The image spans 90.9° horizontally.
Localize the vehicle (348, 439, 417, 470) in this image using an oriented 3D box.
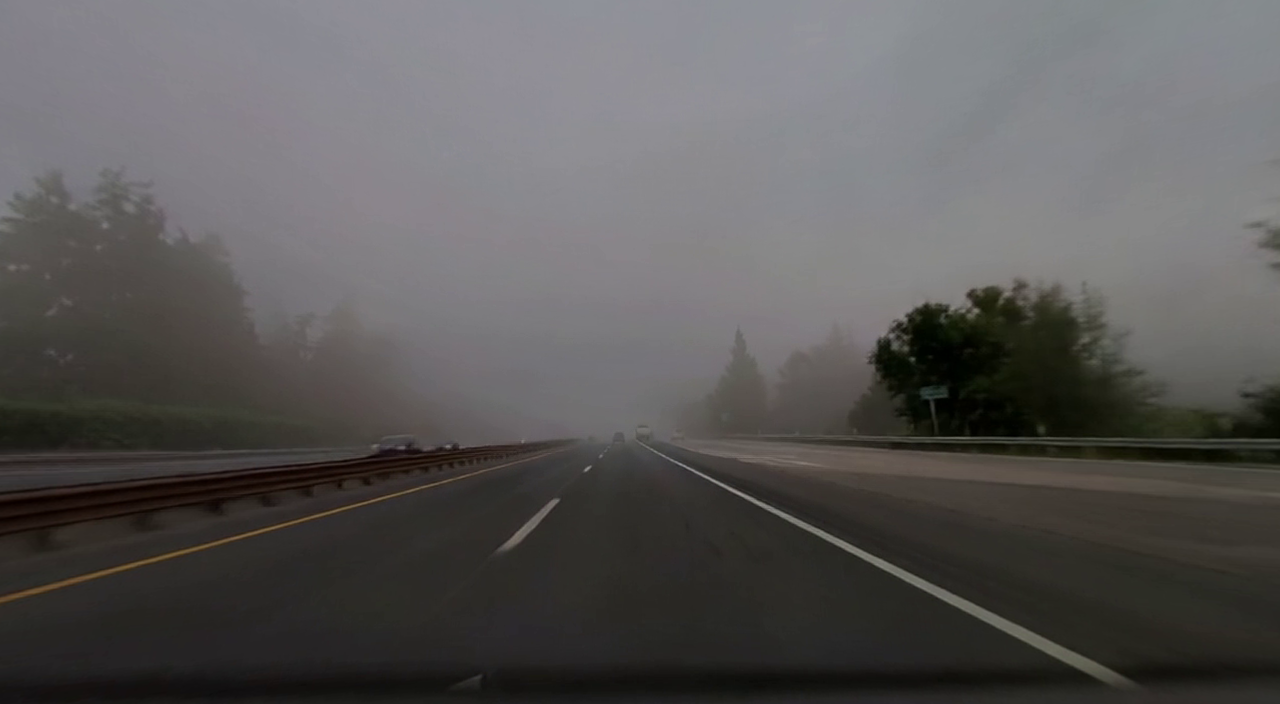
[{"bbox_3d":[-13.243,5.260,32.661,1.873,1.455,4.199,0,-8,-1],"label":"vehicle"}]
